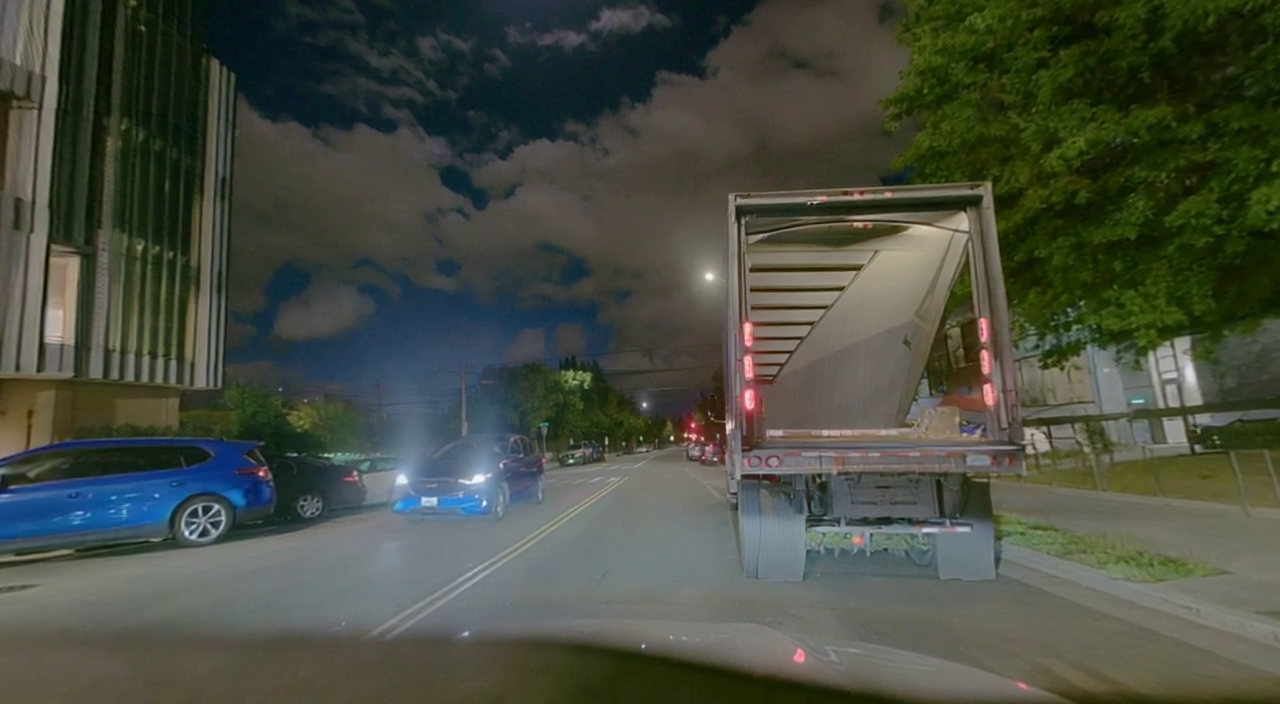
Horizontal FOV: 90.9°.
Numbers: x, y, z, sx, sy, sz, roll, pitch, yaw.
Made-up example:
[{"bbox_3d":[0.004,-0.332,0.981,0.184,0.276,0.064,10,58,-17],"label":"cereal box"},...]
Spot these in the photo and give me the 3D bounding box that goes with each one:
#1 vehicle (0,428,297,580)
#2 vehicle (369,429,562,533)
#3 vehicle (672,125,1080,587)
[{"bbox_3d":[-8.150,2.092,9.225,5.022,1.872,2.137,7,-11,-41],"label":"vehicle"},{"bbox_3d":[-3.086,2.396,12.400,2.311,1.631,4.510,0,-8,3],"label":"vehicle"},{"bbox_3d":[2.518,0.780,11.294,3.320,4.034,11.553,-1,-8,6],"label":"vehicle"}]
